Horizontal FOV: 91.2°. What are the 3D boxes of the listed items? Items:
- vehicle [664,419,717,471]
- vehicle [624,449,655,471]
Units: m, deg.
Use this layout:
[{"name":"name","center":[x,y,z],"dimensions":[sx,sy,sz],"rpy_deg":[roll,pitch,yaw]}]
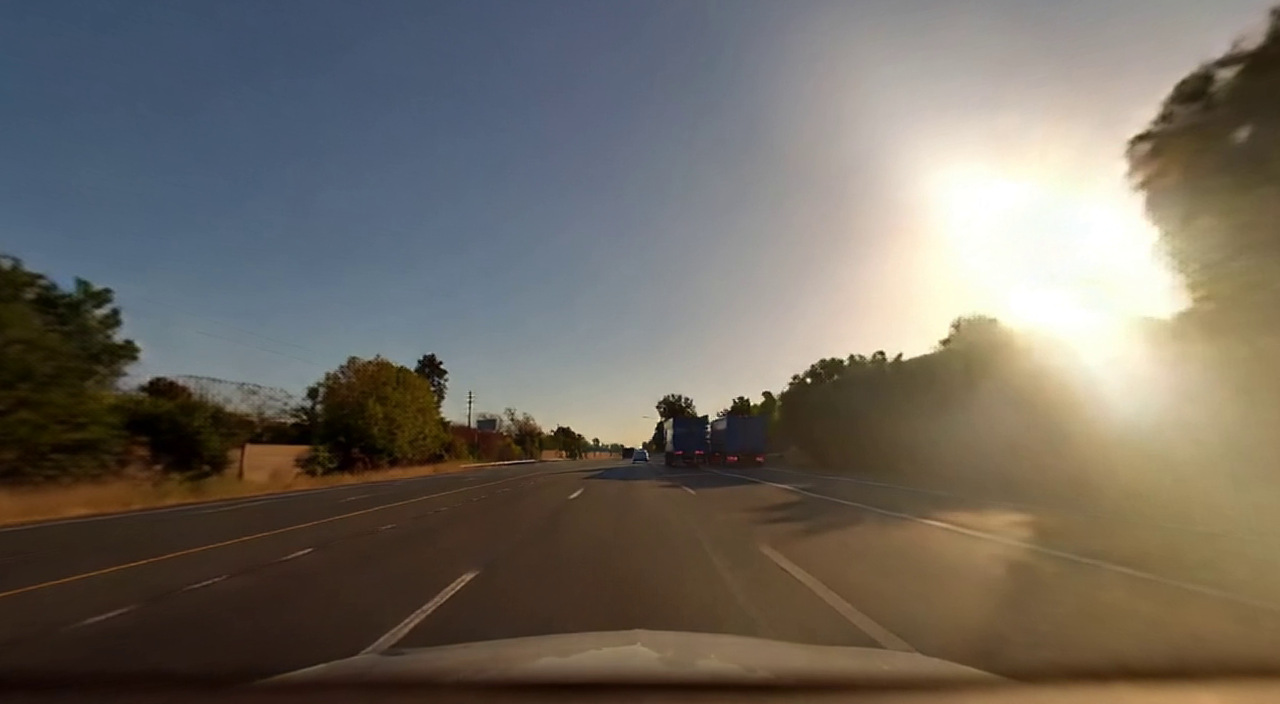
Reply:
[{"name":"vehicle","center":[3.482,6.745,45.218],"dimensions":[2.859,3.332,7.735],"rpy_deg":[0,-9,-2]},{"name":"vehicle","center":[-0.072,7.749,44.992],"dimensions":[2.083,1.473,3.923],"rpy_deg":[0,-9,-1]}]
